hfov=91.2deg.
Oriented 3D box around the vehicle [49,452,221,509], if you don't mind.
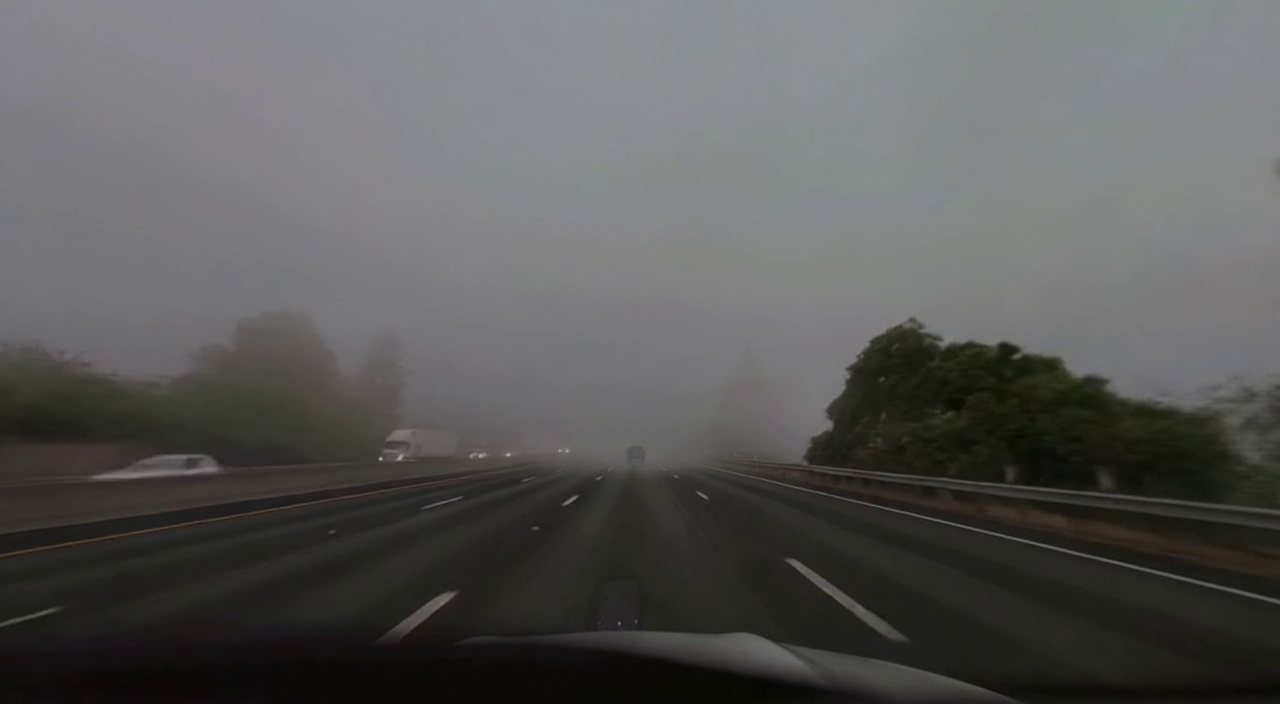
[{"bbox_3d":[-15.223,3.848,19.247,1.828,1.487,4.135,0,-9,-1],"label":"vehicle"}]
